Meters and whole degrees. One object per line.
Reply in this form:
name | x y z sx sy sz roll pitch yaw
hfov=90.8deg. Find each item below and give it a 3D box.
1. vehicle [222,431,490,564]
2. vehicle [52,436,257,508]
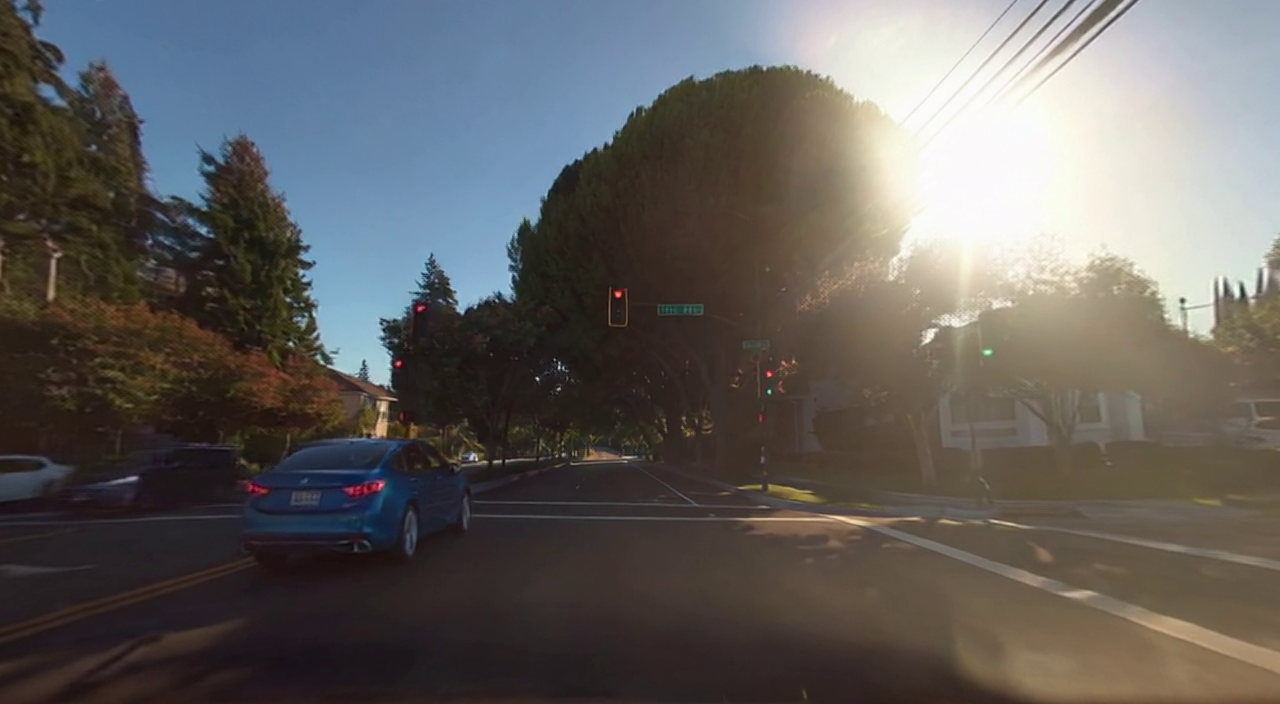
vehicle | -3.803 2.001 9.569 1.980 1.508 4.502 0 -8 0
vehicle | -13.742 3.388 18.441 2.115 1.794 4.961 0 -8 -2
